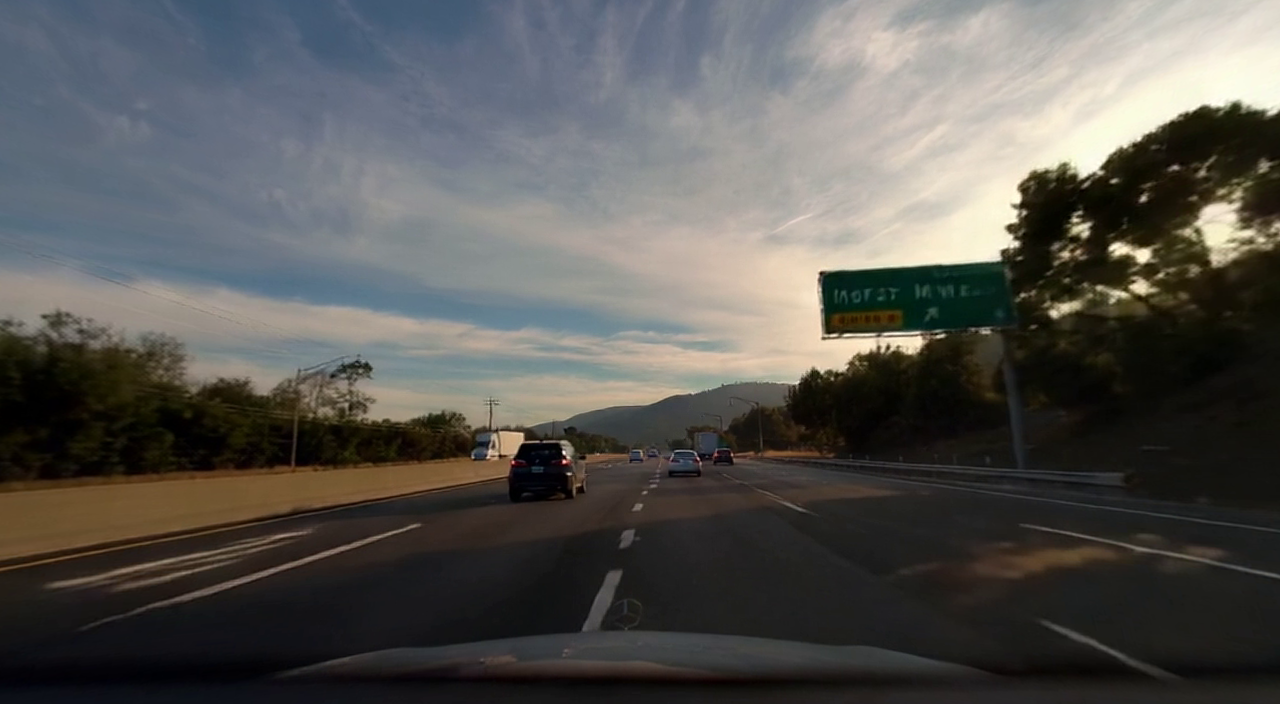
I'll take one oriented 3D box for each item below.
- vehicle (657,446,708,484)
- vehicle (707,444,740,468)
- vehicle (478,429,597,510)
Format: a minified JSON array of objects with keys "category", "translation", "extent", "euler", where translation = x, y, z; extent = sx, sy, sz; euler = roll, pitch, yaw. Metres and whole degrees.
[{"category":"vehicle","translation":[1.742,4.790,26.998],"extent":[2.004,1.471,4.032],"euler":[0,-9,2]},{"category":"vehicle","translation":[6.293,7.888,47.898],"extent":[1.975,1.650,4.257],"euler":[0,-9,1]},{"category":"vehicle","translation":[-2.371,2.894,15.874],"extent":[2.142,1.724,4.344],"euler":[0,-9,2]}]
